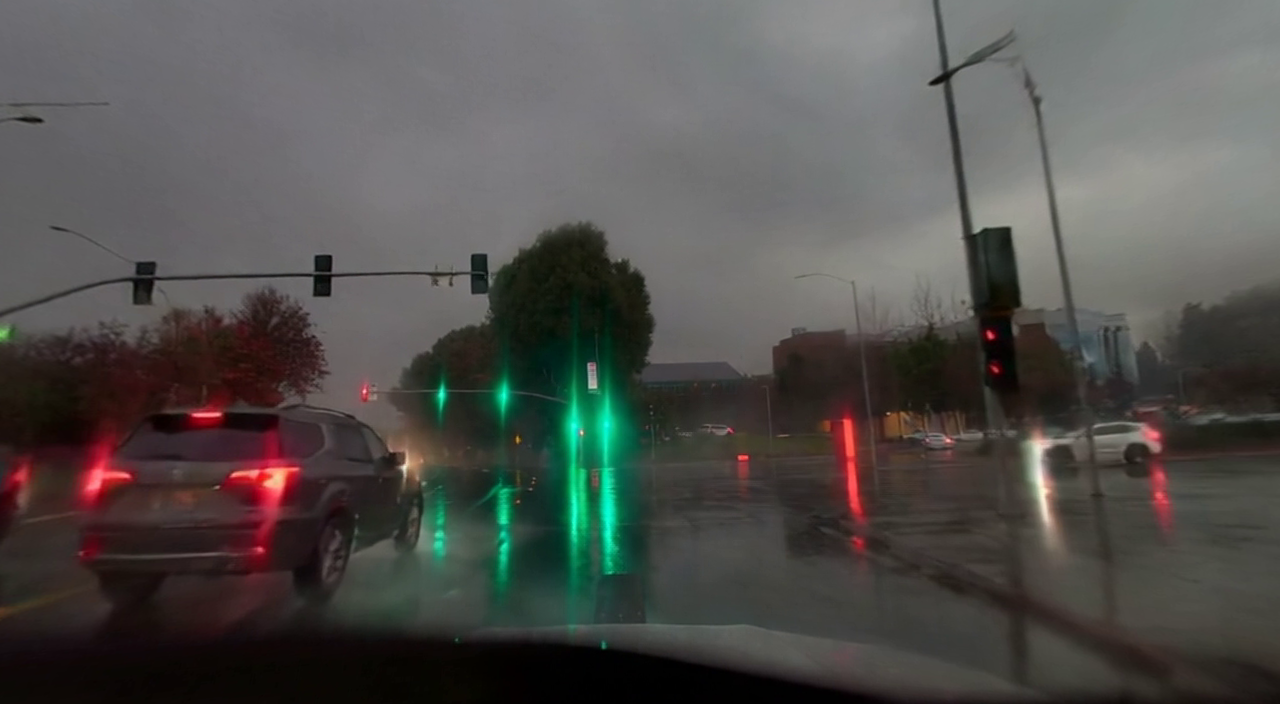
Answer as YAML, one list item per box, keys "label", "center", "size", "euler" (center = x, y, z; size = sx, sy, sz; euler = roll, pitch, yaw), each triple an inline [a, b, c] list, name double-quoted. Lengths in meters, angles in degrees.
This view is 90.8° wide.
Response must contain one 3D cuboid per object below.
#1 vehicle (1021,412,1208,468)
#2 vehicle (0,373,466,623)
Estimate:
- label: "vehicle"
  center: [16.745, 3.192, 22.692]
  size: [4.857, 1.803, 2.147]
  euler: [-4, -10, 23]
- label: "vehicle"
  center: [-3.734, 1.429, 7.164]
  size: [2.134, 1.799, 5.082]
  euler: [0, -9, -1]
